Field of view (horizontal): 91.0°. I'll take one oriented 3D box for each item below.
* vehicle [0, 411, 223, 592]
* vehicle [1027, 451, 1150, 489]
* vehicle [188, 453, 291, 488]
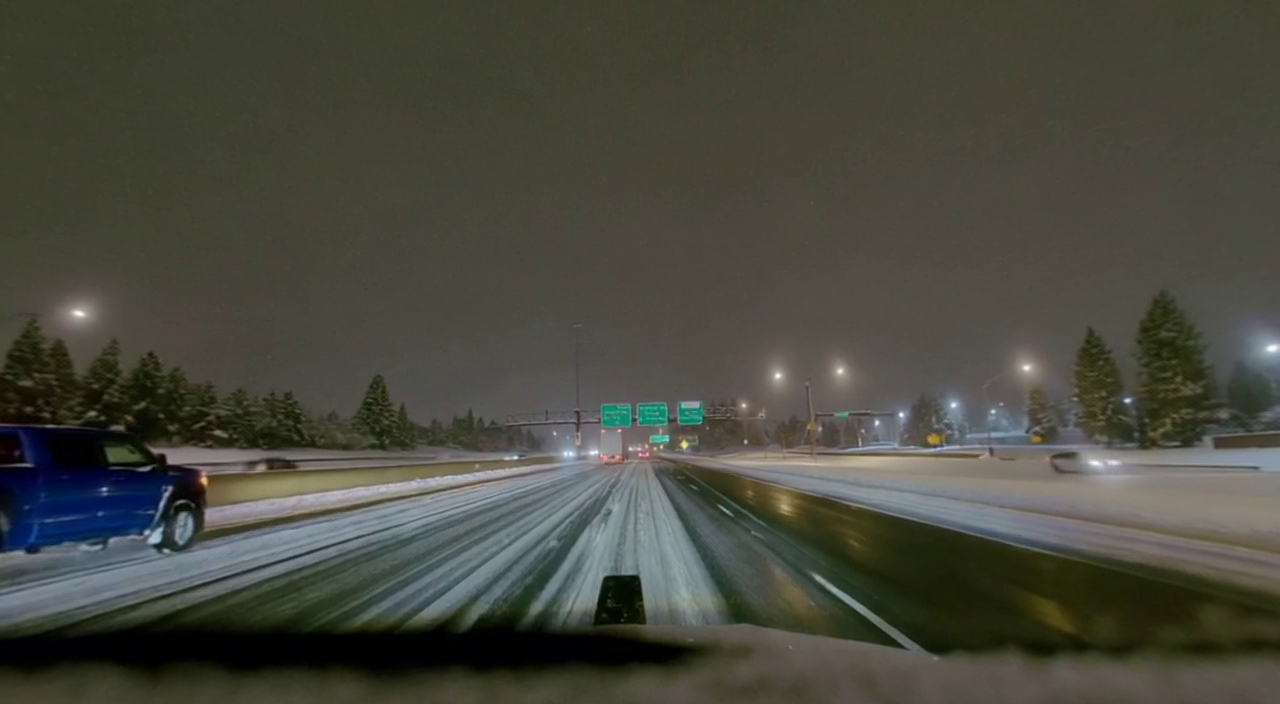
[{"bbox_3d":[-7.250,1.555,6.796,2.168,1.729,4.724,0,-9,1],"label":"vehicle"},{"bbox_3d":[18.978,4.985,26.945,1.912,1.450,4.581,0,-9,0],"label":"vehicle"},{"bbox_3d":[-20.196,5.966,32.057,1.916,1.612,4.809,0,-9,3],"label":"vehicle"}]
